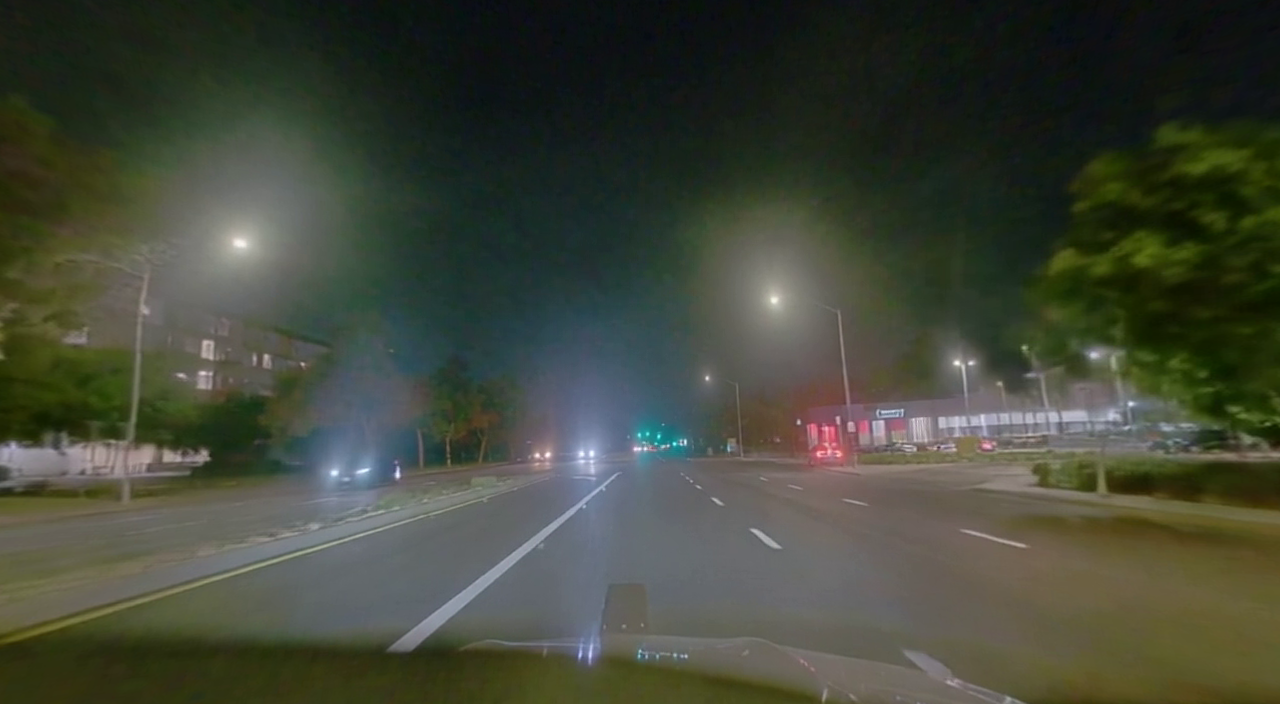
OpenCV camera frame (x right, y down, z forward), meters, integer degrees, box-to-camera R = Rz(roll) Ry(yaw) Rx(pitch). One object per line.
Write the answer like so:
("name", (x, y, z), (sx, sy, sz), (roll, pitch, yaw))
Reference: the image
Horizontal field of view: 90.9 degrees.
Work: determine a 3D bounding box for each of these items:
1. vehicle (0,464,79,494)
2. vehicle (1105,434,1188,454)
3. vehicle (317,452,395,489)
("vehicle", (-41.002, 8.399, 41.702), (5.288, 1.786, 2.076), (2, -9, -15))
("vehicle", (39.390, 7.185, 49.122), (1.790, 1.416, 4.627), (5, -10, -32))
("vehicle", (-14.831, 6.172, 33.224), (1.983, 1.725, 4.359), (0, -8, 1))
